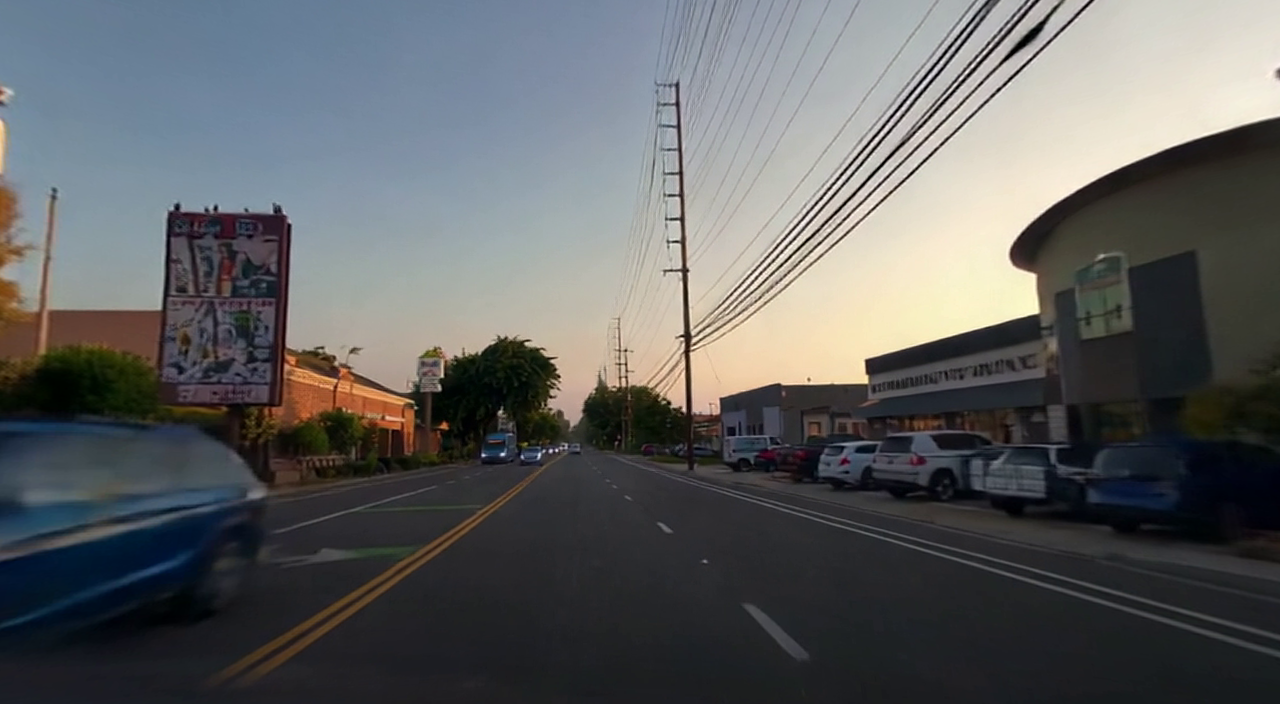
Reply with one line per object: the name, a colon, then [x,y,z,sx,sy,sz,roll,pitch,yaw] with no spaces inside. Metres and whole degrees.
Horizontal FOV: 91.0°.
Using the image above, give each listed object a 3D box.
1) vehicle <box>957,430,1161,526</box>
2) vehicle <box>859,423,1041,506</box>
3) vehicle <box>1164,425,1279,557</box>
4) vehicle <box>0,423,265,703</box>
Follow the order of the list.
vehicle: [8.519,2.406,12.664,4.502,1.564,2.057,6,-11,-39]
vehicle: [8.269,2.866,16.596,5.112,1.832,2.290,7,-11,-40]
vehicle: [9.385,1.840,8.907,4.853,1.526,2.074,7,-11,-40]
vehicle: [-4.262,1.141,3.214,2.122,1.517,4.465,0,-8,-3]
